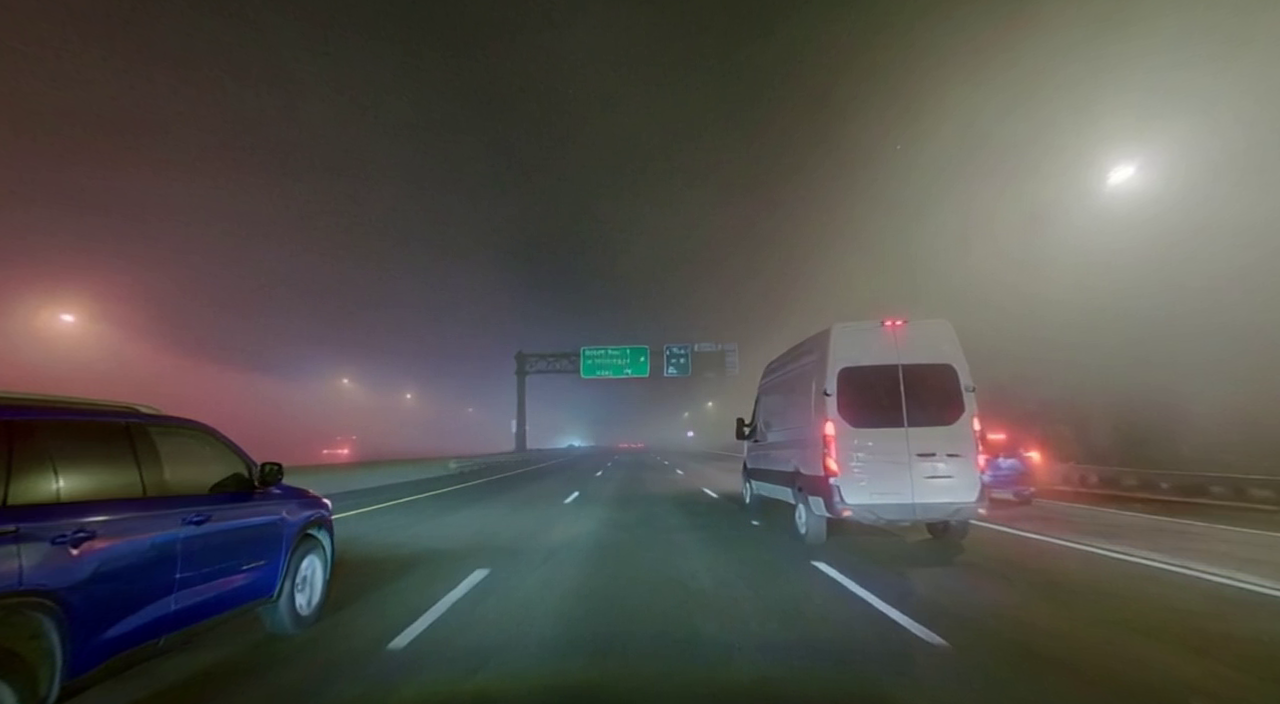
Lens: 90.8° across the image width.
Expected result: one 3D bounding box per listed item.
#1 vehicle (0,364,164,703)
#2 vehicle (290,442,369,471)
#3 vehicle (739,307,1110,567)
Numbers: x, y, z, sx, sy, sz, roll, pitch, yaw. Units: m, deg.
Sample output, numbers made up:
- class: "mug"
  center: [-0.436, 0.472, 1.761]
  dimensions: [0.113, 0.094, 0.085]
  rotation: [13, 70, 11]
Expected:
- class: "vehicle"
  center: [-3.954, 0.715, 1.743]
  dimensions: [2.000, 1.646, 4.201]
  rotation: [0, -8, -1]
- class: "vehicle"
  center: [-17.912, 6.027, 36.714]
  dimensions: [2.044, 1.573, 4.964]
  rotation: [0, -8, 1]
- class: "vehicle"
  center: [3.486, 1.352, 10.025]
  dimensions: [2.629, 2.718, 6.740]
  rotation: [0, -8, -1]
